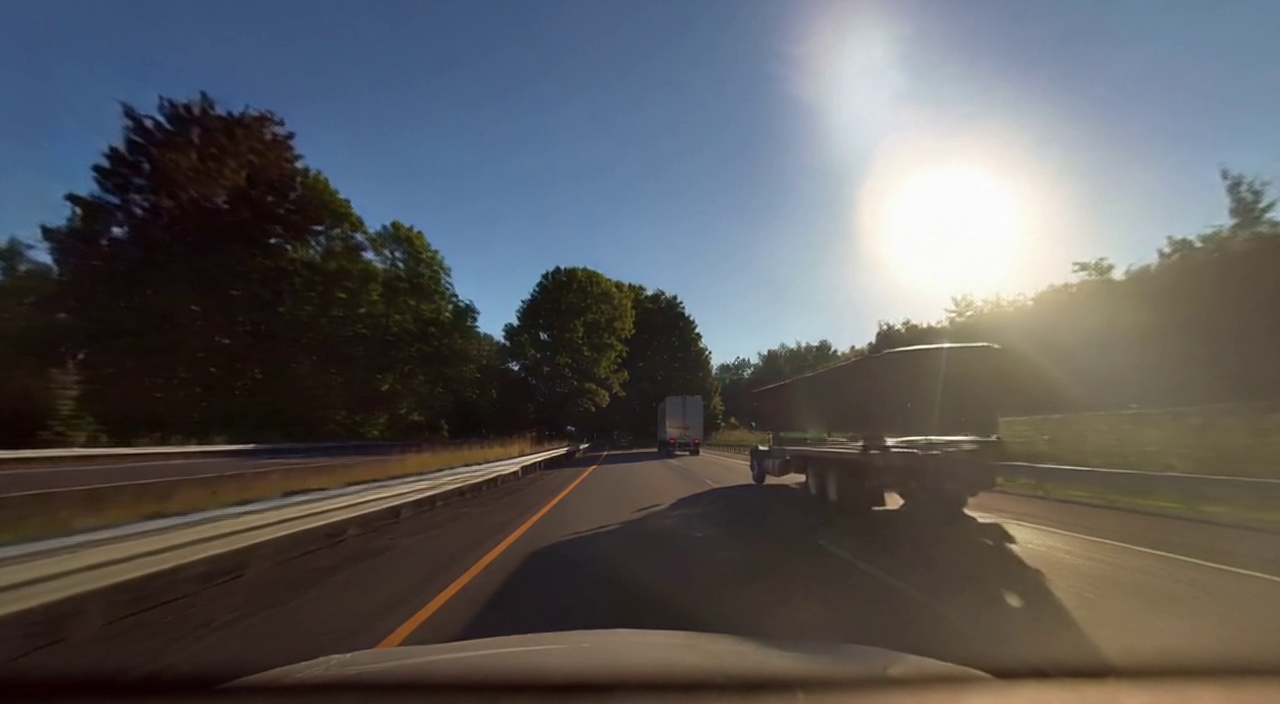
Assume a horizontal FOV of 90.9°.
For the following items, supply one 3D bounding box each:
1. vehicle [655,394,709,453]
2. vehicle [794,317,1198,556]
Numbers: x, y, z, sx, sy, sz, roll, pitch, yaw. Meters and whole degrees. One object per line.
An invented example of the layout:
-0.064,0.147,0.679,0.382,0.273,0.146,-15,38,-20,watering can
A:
3.048,5.768,49.826,2.974,4.003,12.849,1,-8,-2,vehicle
4.847,1.360,10.421,2.741,2.716,6.323,0,-8,-2,vehicle
